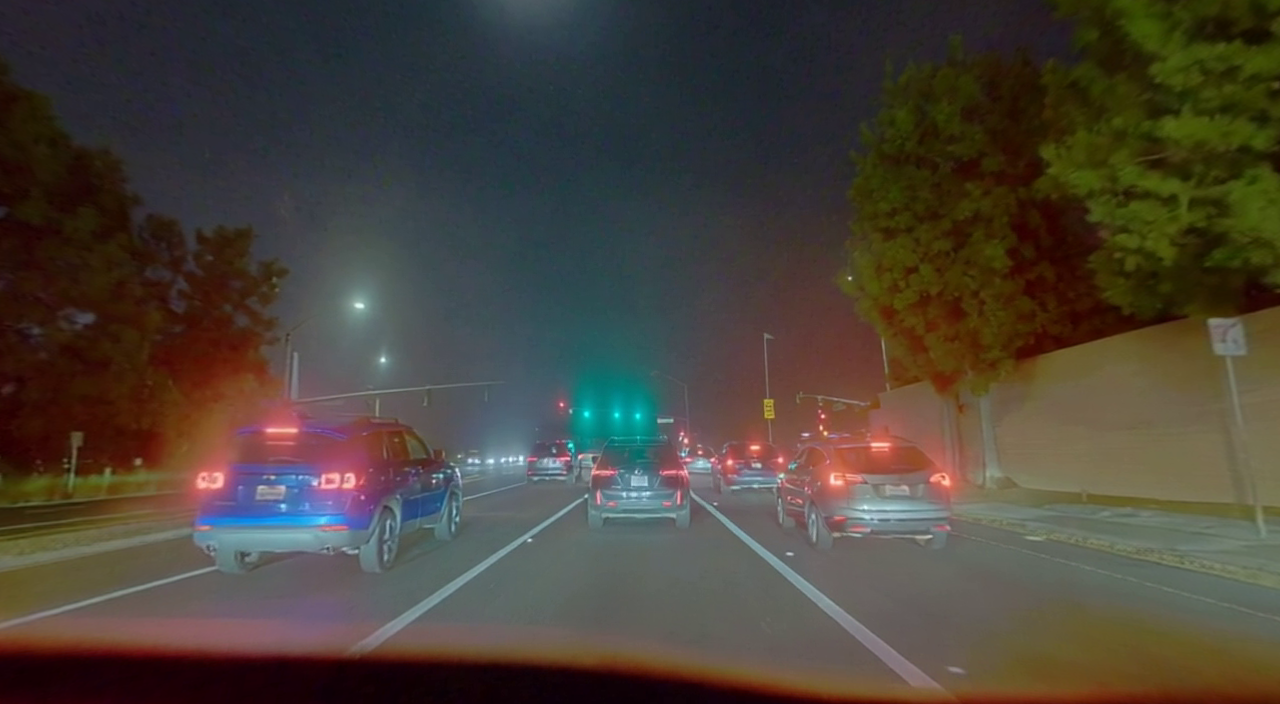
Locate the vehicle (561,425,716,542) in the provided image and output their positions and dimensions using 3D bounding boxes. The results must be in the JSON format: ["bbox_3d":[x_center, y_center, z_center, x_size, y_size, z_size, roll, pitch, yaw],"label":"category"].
[{"bbox_3d":[-0.008,2.201,11.182,2.245,1.677,3.913,0,-8,0],"label":"vehicle"}]

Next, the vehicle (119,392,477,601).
[{"bbox_3d":[-3.727,1.654,8.098,2.070,1.913,4.450,0,-8,0],"label":"vehicle"}]

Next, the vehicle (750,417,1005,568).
[{"bbox_3d":[3.081,1.911,9.370,2.029,1.702,4.281,0,-8,-1],"label":"vehicle"}]

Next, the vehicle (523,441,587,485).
[{"bbox_3d":[-3.667,4.886,28.128,2.067,1.759,4.631,0,-8,2],"label":"vehicle"}]
